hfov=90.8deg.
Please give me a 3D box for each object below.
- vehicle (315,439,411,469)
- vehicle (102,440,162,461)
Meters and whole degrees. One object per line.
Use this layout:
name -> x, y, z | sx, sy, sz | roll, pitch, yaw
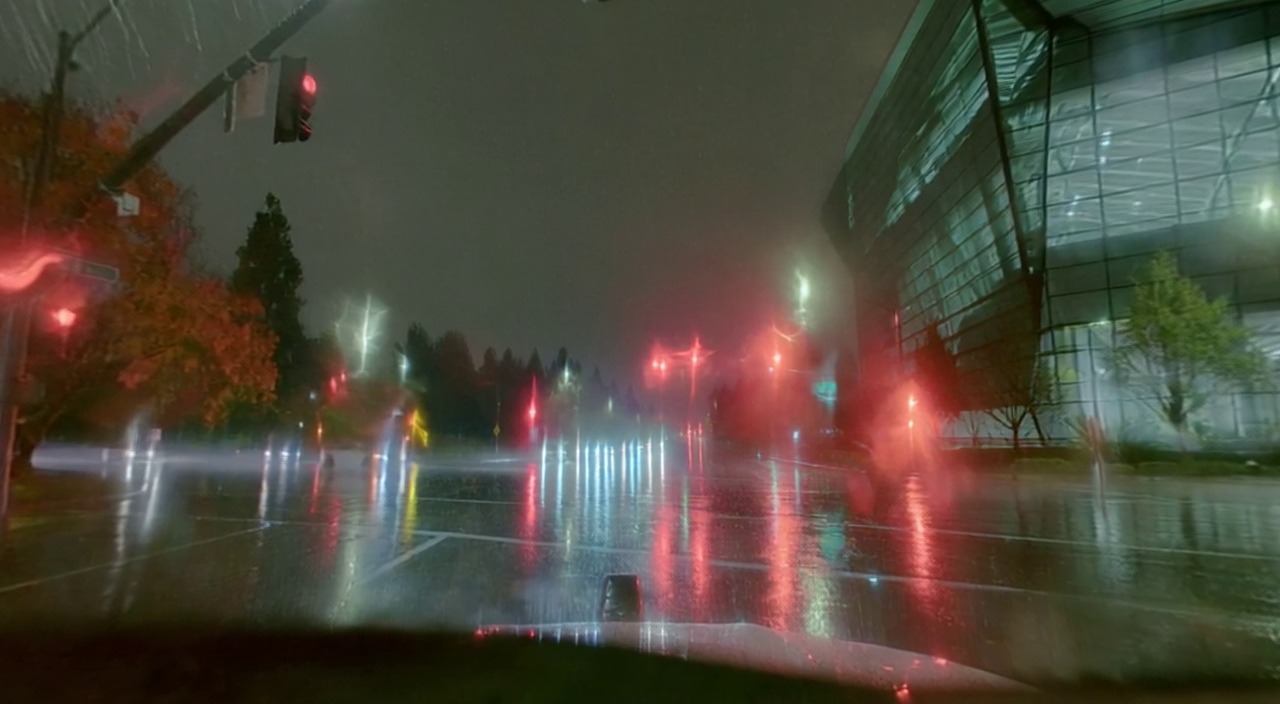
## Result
vehicle -> -14.961, 5.464, 34.006 | 5.408, 1.505, 2.091 | -6, -10, 33
vehicle -> -38.674, 7.491, 48.077 | 4.380, 1.455, 1.869 | -5, -10, 28
